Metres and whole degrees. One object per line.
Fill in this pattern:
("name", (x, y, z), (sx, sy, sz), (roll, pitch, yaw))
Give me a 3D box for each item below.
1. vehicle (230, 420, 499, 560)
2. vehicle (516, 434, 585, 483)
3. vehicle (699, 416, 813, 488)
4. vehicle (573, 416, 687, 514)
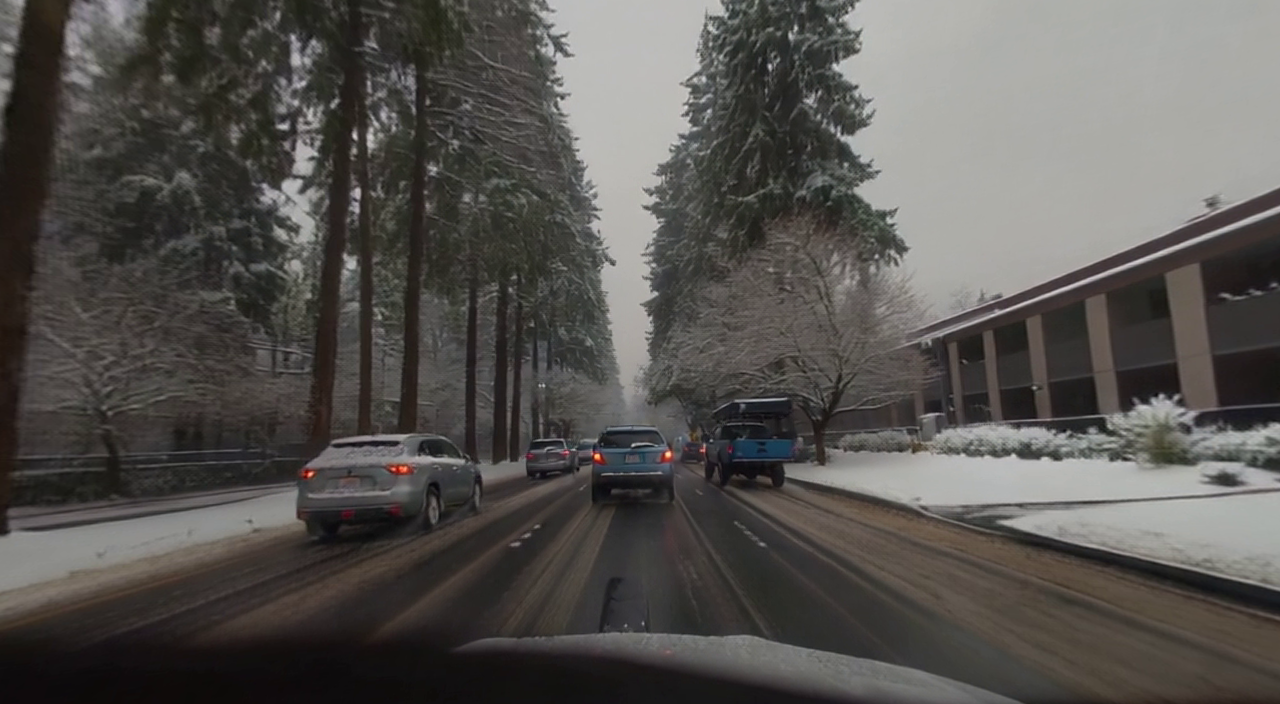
("vehicle", (-3.756, 1.959, 9.777), (1.959, 1.614, 4.676), (0, -8, 1))
("vehicle", (-3.237, 3.929, 23.527), (1.894, 1.642, 3.861), (0, -8, 1))
("vehicle", (3.624, 3.312, 21.189), (2.655, 2.054, 6.098), (0, -8, 0))
("vehicle", (-0.155, 2.370, 13.638), (2.075, 1.770, 4.018), (0, -8, 1))
